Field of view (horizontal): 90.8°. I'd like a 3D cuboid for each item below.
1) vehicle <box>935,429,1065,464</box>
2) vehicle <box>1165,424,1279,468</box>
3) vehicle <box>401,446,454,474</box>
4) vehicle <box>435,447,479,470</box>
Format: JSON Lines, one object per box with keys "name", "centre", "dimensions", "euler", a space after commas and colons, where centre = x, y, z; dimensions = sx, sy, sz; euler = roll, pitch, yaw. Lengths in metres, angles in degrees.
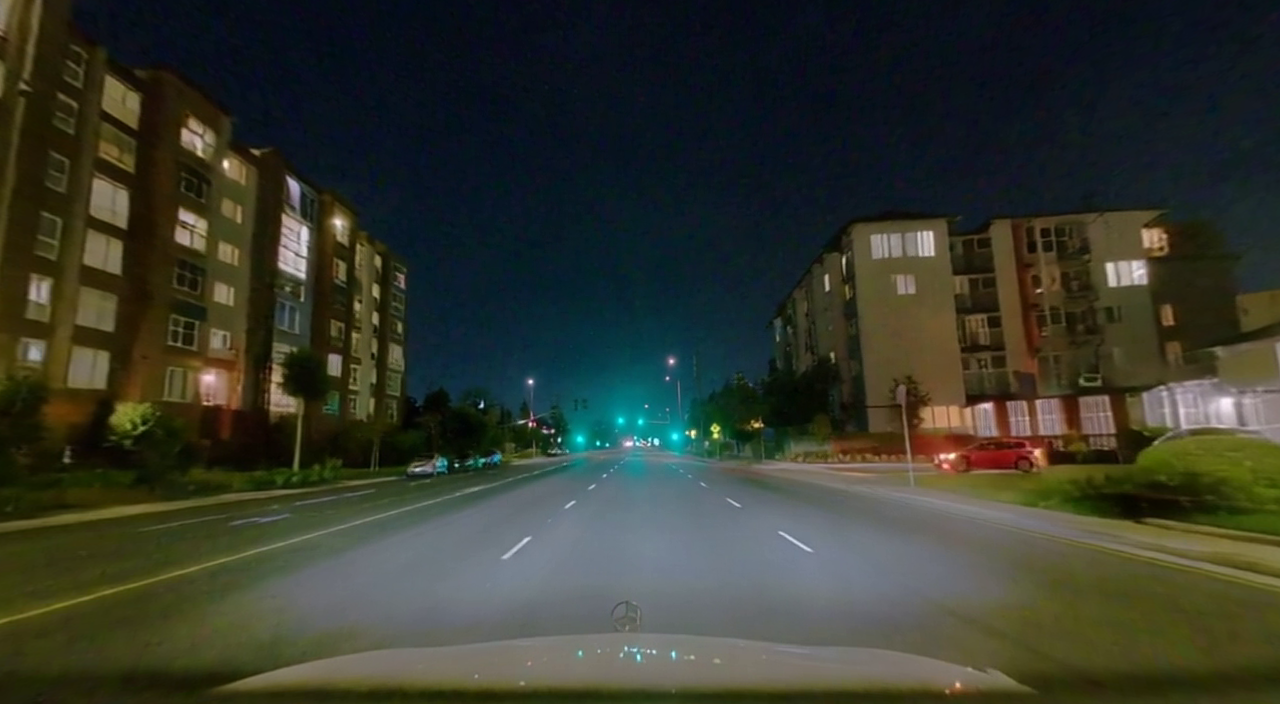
{"name": "vehicle", "centre": [18.614, 4.922, 32.832], "dimensions": [5.466, 1.734, 1.999], "euler": [-1, -9, 1]}
{"name": "vehicle", "centre": [24.954, 3.843, 25.941], "dimensions": [4.861, 1.684, 2.014], "euler": [-1, -8, 1]}
{"name": "vehicle", "centre": [-13.317, 6.750, 39.822], "dimensions": [1.851, 1.645, 4.152], "euler": [-1, -8, 1]}
{"name": "vehicle", "centre": [-13.158, 7.663, 45.652], "dimensions": [1.871, 1.503, 4.407], "euler": [-2, -8, 0]}
